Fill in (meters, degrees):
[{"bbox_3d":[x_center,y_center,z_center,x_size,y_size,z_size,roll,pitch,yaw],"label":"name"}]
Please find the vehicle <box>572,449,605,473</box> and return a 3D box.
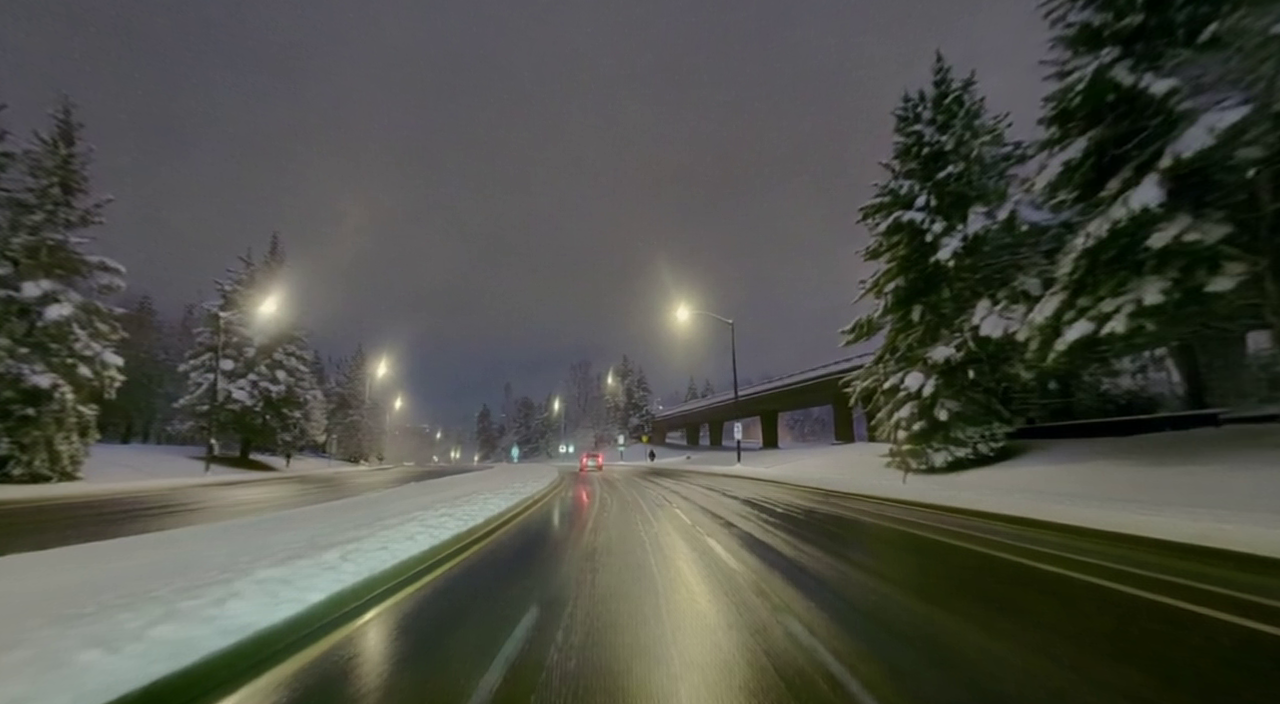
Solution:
[{"bbox_3d":[-4.022,8.385,48.792,2.184,1.713,4.231,1,-8,-9],"label":"vehicle"}]
